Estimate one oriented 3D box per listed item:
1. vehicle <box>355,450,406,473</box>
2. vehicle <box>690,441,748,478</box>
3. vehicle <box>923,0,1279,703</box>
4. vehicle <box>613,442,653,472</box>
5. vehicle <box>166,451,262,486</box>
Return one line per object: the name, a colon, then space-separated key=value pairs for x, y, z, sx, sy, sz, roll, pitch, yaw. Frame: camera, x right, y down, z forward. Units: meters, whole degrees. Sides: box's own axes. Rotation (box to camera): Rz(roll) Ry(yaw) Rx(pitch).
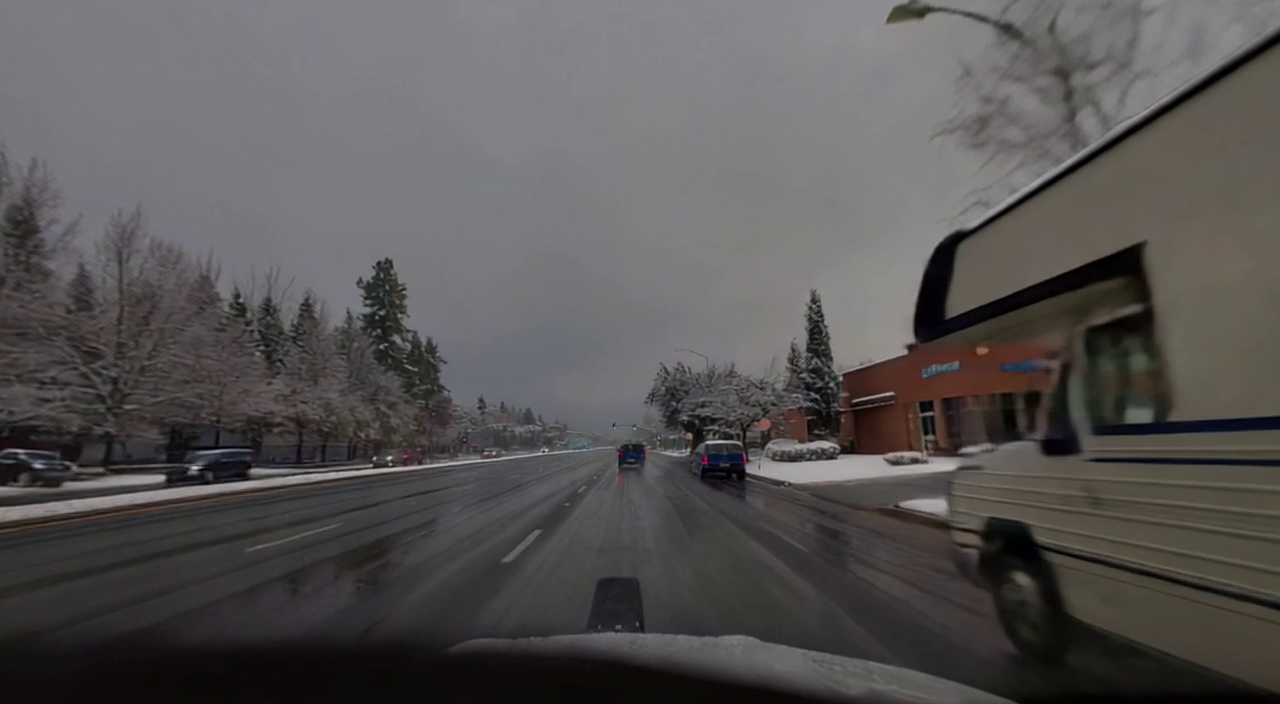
vehicle: x=-18.437 y=7.778 z=45.113 sx=1.827 sy=1.471 sz=4.428 roll=0 pitch=-9 yaw=-1
vehicle: x=3.672 y=5.102 z=30.251 sx=2.060 sy=1.611 sz=4.675 roll=0 pitch=-9 yaw=-2
vehicle: x=3.971 y=-0.102 z=1.380 sx=2.924 sy=3.250 sz=7.780 roll=-1 pitch=-9 yaw=-1
vehicle: x=-0.419 y=5.841 z=35.249 sx=2.103 sy=1.506 sz=4.742 roll=0 pitch=-9 yaw=-1
vehicle: x=-21.980 y=5.981 z=32.819 sx=1.959 sy=1.683 sz=4.406 roll=0 pitch=-9 yaw=-1
